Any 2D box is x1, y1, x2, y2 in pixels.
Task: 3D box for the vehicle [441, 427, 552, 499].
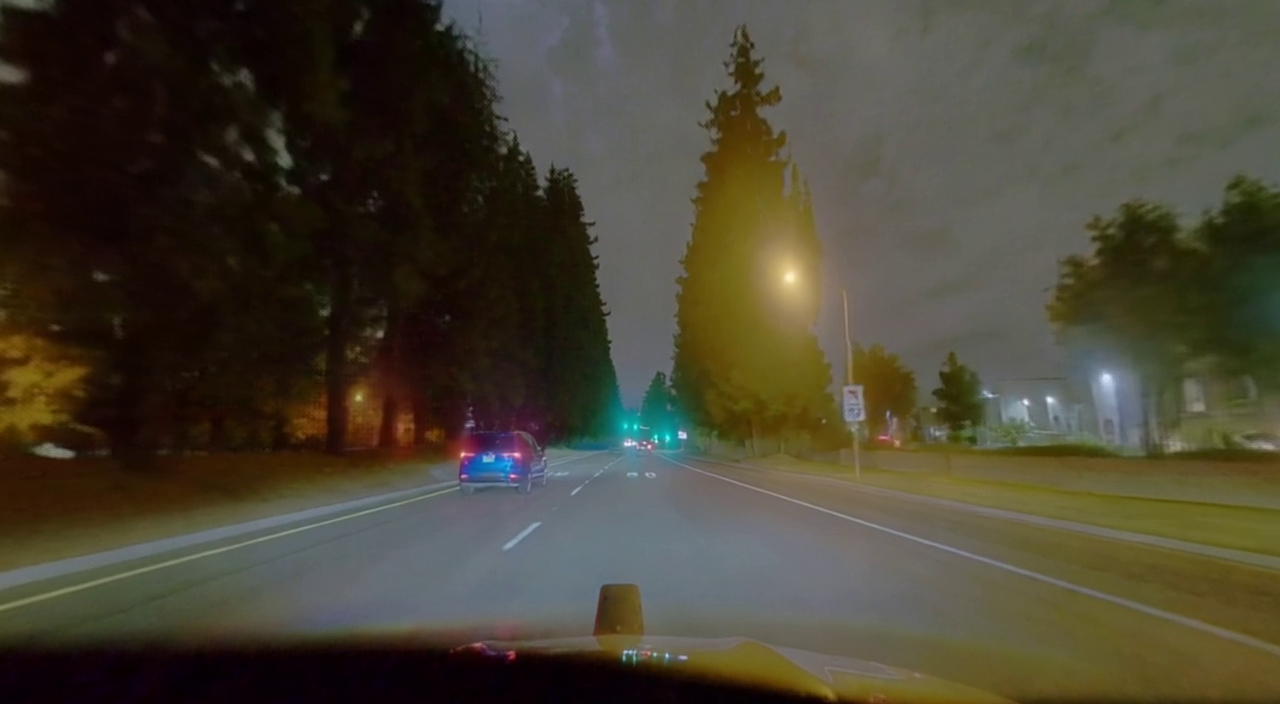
[{"bbox_3d":[-3.794,3.017,17.539,2.078,1.748,4.279,0,-8,0],"label":"vehicle"}]
